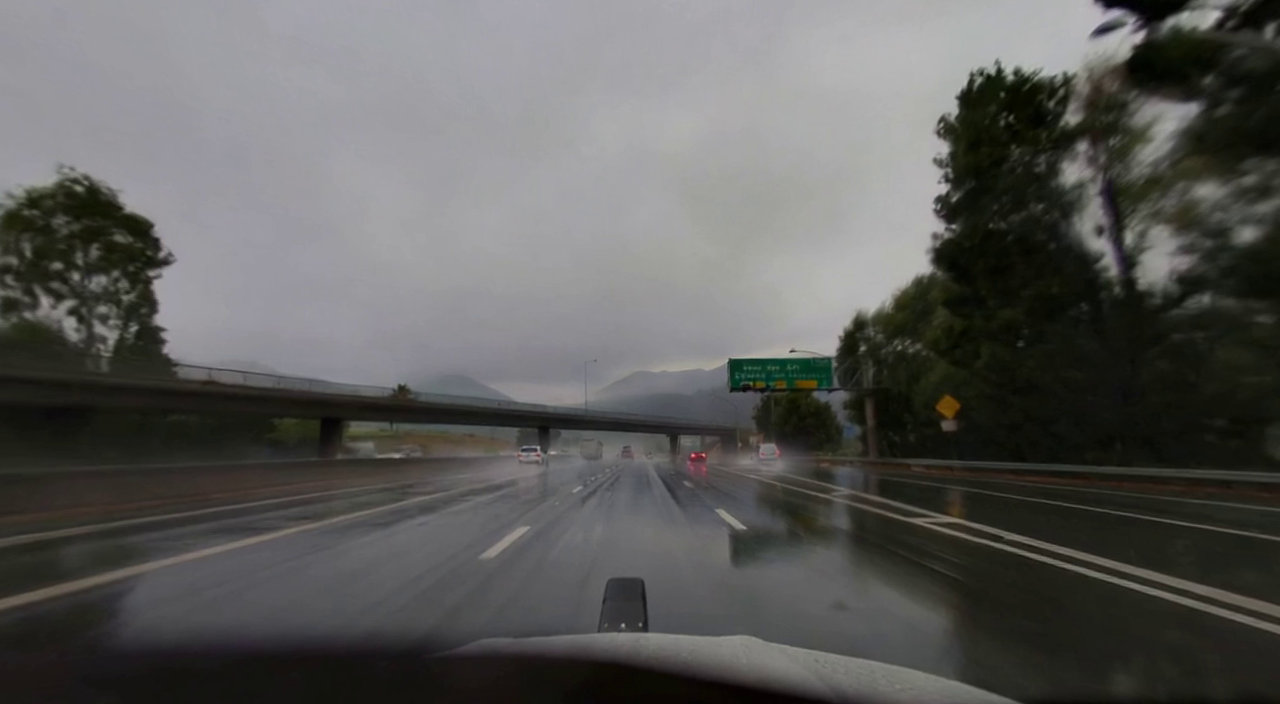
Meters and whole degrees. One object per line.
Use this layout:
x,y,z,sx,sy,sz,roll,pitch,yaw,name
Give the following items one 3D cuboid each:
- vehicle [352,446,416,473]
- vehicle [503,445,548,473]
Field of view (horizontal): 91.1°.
-15.689,6.604,38.757,2.016,1.537,4.602,0,-8,1,vehicle
-7.008,6.596,38.863,1.935,1.633,3.955,0,-8,1,vehicle
